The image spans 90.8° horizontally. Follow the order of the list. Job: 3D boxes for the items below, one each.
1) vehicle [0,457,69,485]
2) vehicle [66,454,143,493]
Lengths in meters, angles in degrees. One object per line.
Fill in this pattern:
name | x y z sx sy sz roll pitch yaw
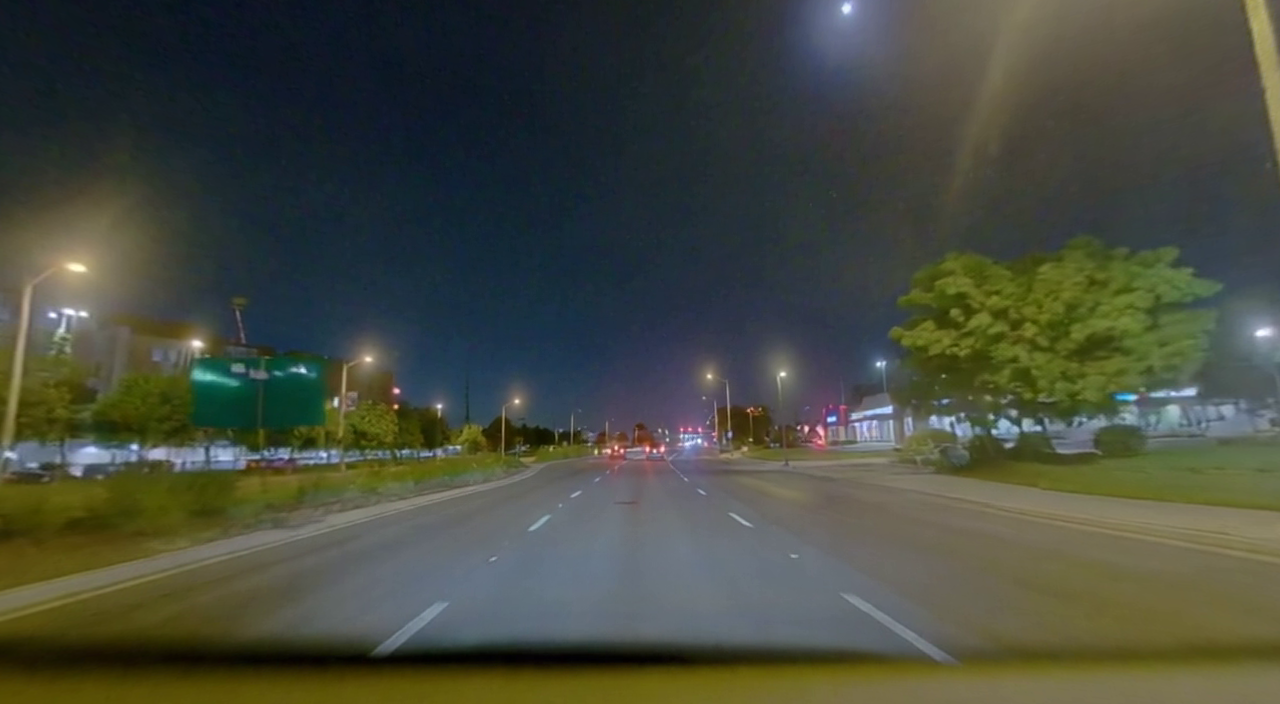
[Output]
vehicle | -44.343 8.624 45.581 5.265 1.768 2.045 -5 -9 15
vehicle | -29.899 6.830 35.481 1.950 1.961 4.927 4 -12 -25
